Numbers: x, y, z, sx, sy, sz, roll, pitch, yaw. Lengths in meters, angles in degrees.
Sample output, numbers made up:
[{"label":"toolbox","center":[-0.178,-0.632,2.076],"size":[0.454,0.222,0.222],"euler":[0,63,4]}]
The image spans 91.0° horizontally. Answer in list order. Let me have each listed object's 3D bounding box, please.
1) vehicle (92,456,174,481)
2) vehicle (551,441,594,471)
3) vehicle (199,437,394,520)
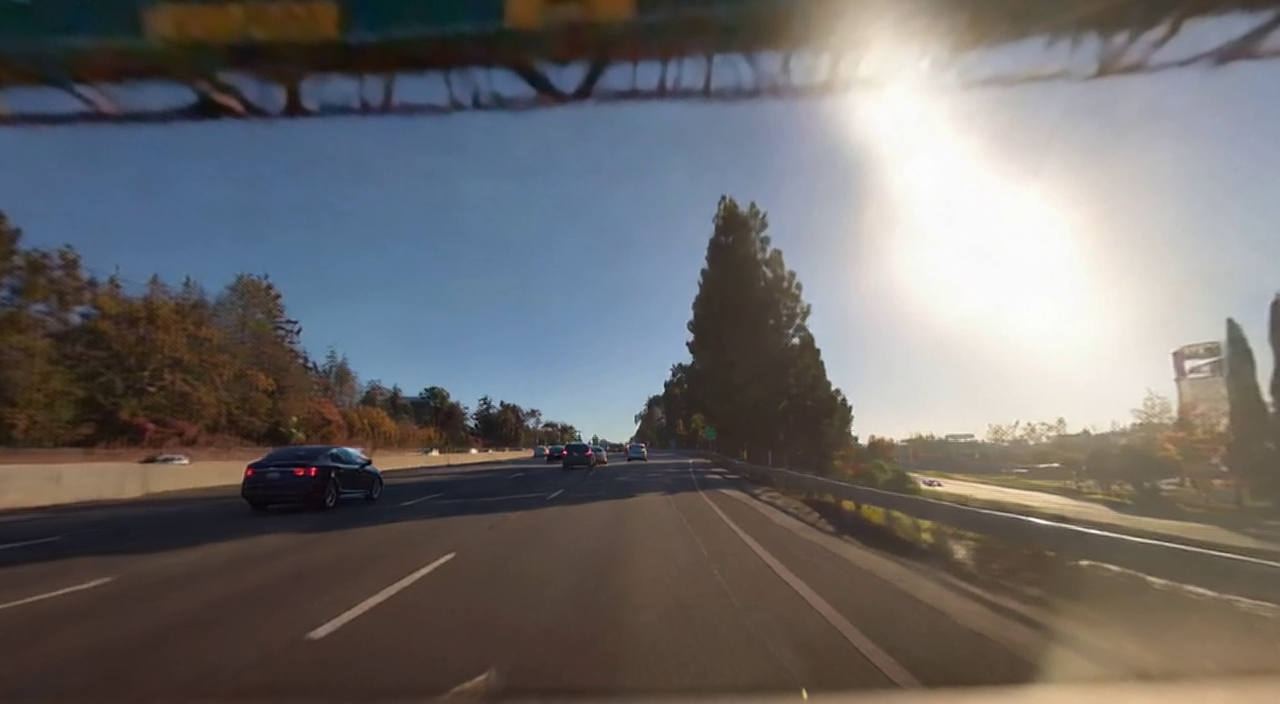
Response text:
[{"label":"vehicle","center":[-34.809,8.000,43.416],"size":[1.836,1.524,4.523],"euler":[0,-8,1]},{"label":"vehicle","center":[-4.153,6.424,39.215],"size":[2.158,1.717,4.375],"euler":[0,-8,0]},{"label":"vehicle","center":[-7.867,2.899,15.072],"size":[2.071,1.661,4.540],"euler":[0,-8,0]}]
